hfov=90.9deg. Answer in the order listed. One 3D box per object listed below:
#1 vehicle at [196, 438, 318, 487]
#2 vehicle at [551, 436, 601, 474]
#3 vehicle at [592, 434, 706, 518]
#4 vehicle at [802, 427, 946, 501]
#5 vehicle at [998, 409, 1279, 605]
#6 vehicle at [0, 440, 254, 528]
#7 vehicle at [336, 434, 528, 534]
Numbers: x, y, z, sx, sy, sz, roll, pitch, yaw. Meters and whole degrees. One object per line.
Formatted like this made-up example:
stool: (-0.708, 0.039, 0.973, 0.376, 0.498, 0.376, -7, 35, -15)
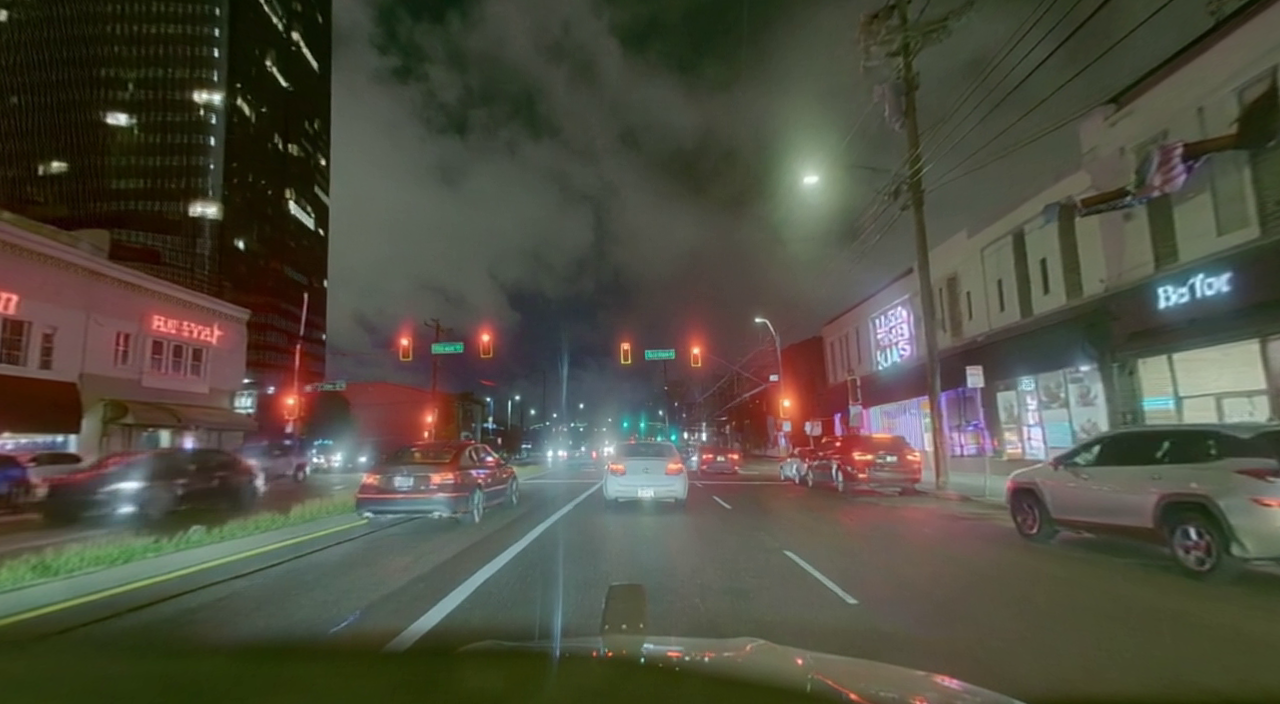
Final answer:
vehicle: (-17.068, 4.915, 28.562, 2.239, 1.963, 5.779, 0, -9, -4)
vehicle: (-3.105, 5.120, 31.559, 2.007, 1.736, 4.185, 0, -9, 1)
vehicle: (0.139, 2.529, 13.391, 2.037, 1.484, 4.073, 0, -9, -1)
vehicle: (6.607, 3.239, 18.664, 2.289, 1.867, 5.322, 0, -9, 1)
vehicle: (6.626, 1.657, 7.478, 1.986, 1.722, 4.516, 0, -9, -2)
vehicle: (-10.398, 2.585, 12.967, 2.009, 1.466, 4.454, 0, -9, 1)
vehicle: (-3.429, 2.256, 11.413, 1.950, 1.450, 4.257, 0, -9, 1)
